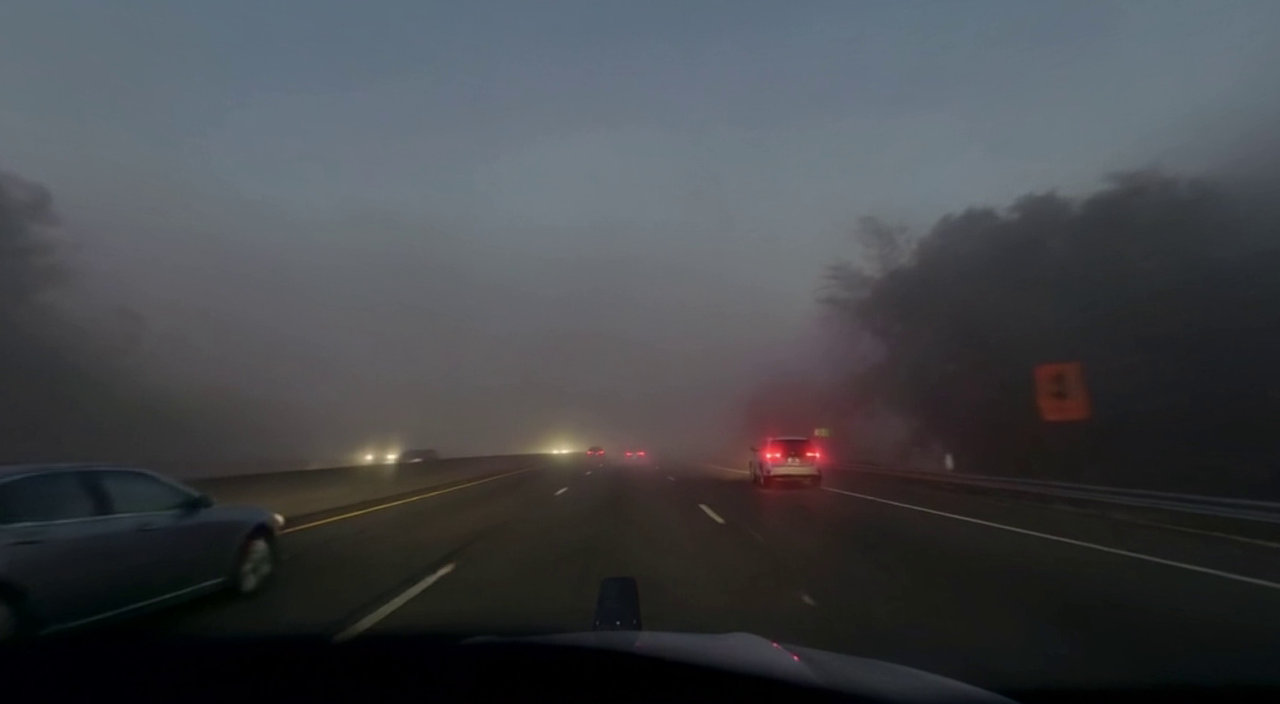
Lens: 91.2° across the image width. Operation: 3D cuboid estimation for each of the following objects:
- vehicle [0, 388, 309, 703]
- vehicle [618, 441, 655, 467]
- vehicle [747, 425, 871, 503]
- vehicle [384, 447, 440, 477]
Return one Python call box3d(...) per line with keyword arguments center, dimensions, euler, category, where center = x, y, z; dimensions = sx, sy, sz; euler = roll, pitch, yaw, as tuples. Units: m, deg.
box3d(center=(-4.135, 1.065, 3.548), dimensions=(2.084, 1.594, 4.219), euler=(-1, -9, 2), category="vehicle")
box3d(center=(-0.202, 6.671, 41.158), dimensions=(1.969, 1.595, 3.964), euler=(-1, -8, 6), category="vehicle")
box3d(center=(4.055, 2.771, 15.854), dimensions=(2.143, 1.667, 4.221), euler=(-1, -9, 3), category="vehicle")
box3d(center=(-13.003, 6.296, 36.018), dimensions=(1.975, 1.574, 4.341), euler=(0, -9, -5), category="vehicle")
